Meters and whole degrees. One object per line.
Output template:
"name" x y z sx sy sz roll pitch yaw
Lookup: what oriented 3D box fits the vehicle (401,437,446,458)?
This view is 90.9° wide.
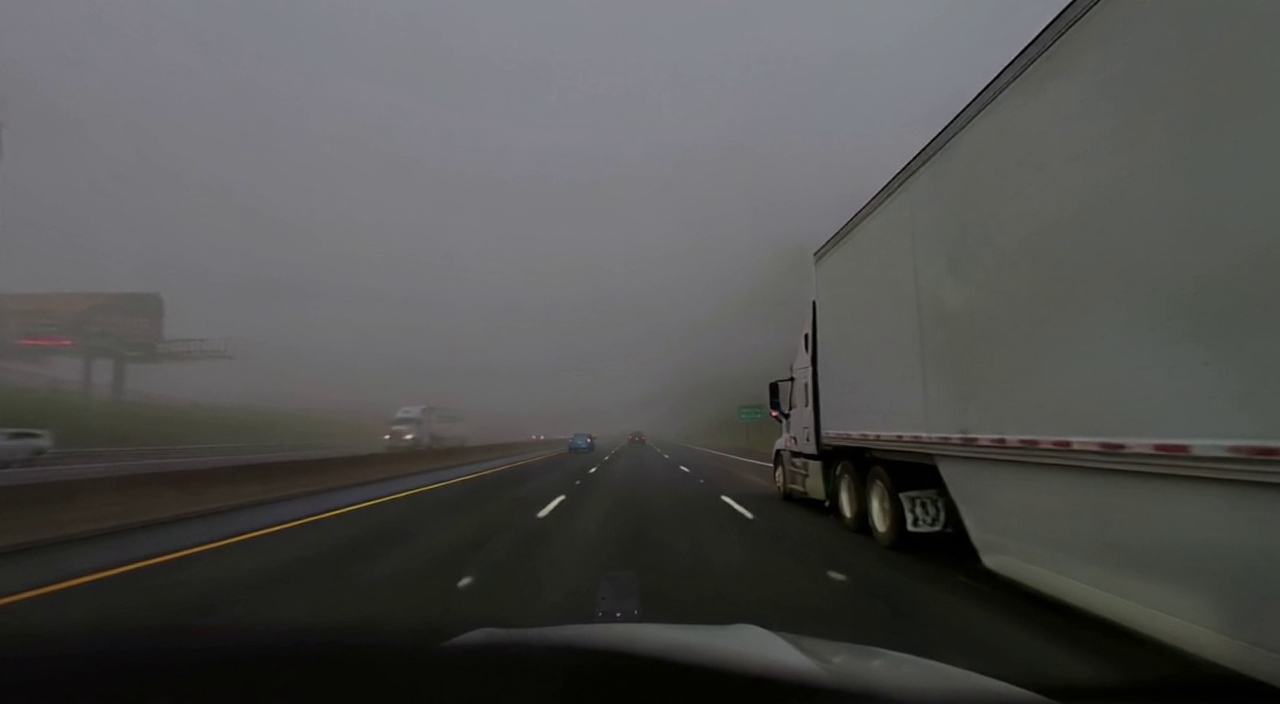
"vehicle" -15.736 6.944 46.088 1.861 1.460 3.997 0 -8 0

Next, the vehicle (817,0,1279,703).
"vehicle" 3.796 -0.247 2.133 2.871 3.815 11.331 0 -8 -1

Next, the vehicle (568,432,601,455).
"vehicle" -3.739 6.196 42.820 1.930 1.484 3.849 0 -8 -1
